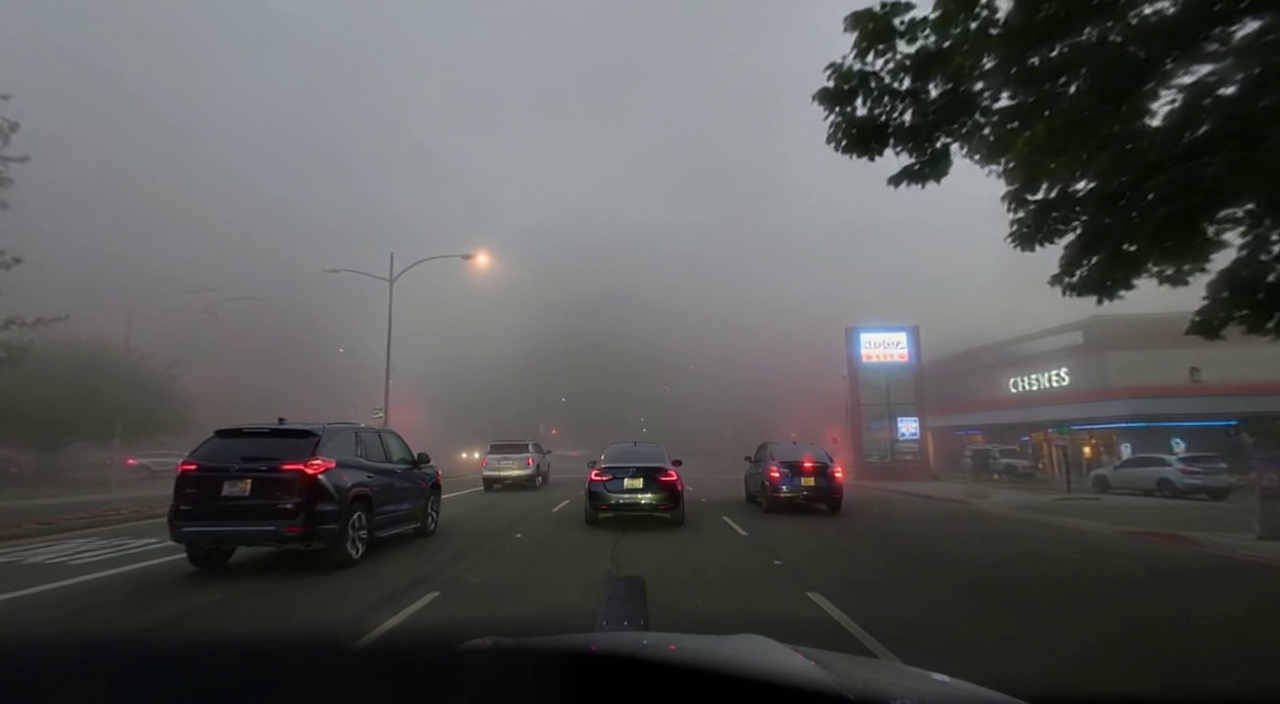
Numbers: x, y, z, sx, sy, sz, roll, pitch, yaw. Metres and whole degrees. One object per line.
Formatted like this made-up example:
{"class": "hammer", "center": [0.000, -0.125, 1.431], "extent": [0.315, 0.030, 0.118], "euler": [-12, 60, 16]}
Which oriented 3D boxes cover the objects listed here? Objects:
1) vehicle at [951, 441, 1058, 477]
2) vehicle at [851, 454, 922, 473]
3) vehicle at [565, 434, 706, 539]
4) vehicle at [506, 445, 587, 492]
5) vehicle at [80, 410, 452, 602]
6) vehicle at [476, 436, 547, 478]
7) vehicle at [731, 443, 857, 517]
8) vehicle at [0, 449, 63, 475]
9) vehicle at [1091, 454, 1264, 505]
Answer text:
{"class": "vehicle", "center": [18.007, 5.273, 31.343], "extent": [1.907, 1.669, 4.147], "euler": [5, -10, -28]}
{"class": "vehicle", "center": [19.361, 8.773, 49.638], "extent": [4.795, 1.457, 1.986], "euler": [0, -9, 4]}
{"class": "vehicle", "center": [-0.068, 2.327, 11.534], "extent": [2.121, 1.563, 4.031], "euler": [0, -8, 0]}
{"class": "vehicle", "center": [-3.189, 4.064, 22.422], "extent": [2.126, 1.490, 4.265], "euler": [0, -8, 2]}
{"class": "vehicle", "center": [-3.933, 1.660, 7.662], "extent": [1.983, 1.685, 3.997], "euler": [0, -8, 1]}
{"class": "vehicle", "center": [-6.709, 5.575, 33.787], "extent": [2.321, 2.013, 5.640], "euler": [0, -8, 3]}
{"class": "vehicle", "center": [3.448, 2.927, 14.990], "extent": [1.979, 1.485, 4.207], "euler": [0, -8, 1]}
{"class": "vehicle", "center": [-47.344, 8.311, 47.659], "extent": [4.989, 1.852, 2.136], "euler": [5, -10, -30]}
{"class": "vehicle", "center": [17.351, 4.092, 20.735], "extent": [1.860, 1.408, 4.631], "euler": [-1, -8, 4]}
